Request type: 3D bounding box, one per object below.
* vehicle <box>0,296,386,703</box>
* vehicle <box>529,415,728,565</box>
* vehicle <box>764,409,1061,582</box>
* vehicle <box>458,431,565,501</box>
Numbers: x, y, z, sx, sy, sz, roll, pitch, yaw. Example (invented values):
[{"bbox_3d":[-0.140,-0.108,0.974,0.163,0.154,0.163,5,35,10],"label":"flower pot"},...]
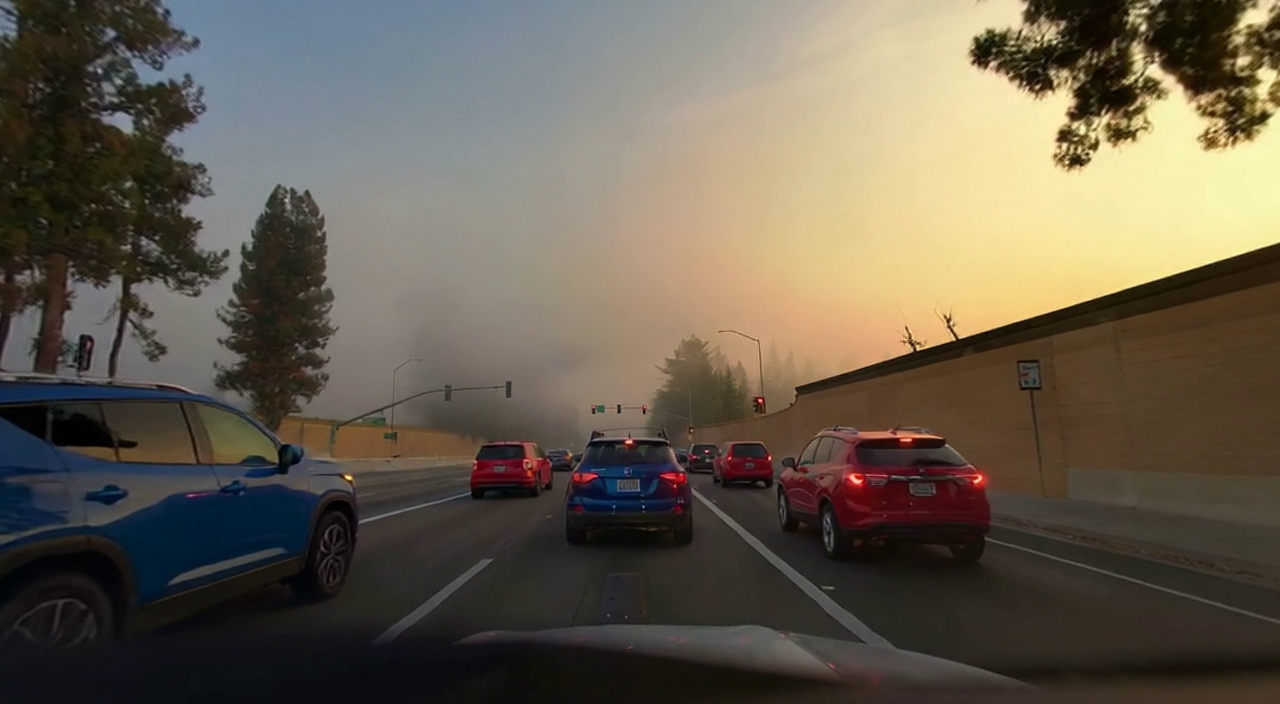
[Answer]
[{"bbox_3d":[-3.550,0.955,3.887,2.070,1.913,4.450,0,-8,0],"label":"vehicle"},{"bbox_3d":[-0.097,1.845,9.128,2.245,1.677,3.913,0,-8,1],"label":"vehicle"},{"bbox_3d":[3.142,1.742,8.467,2.029,1.702,4.281,0,-8,0],"label":"vehicle"},{"bbox_3d":[-3.563,3.250,18.458,2.067,1.759,4.631,0,-8,1],"label":"vehicle"}]
